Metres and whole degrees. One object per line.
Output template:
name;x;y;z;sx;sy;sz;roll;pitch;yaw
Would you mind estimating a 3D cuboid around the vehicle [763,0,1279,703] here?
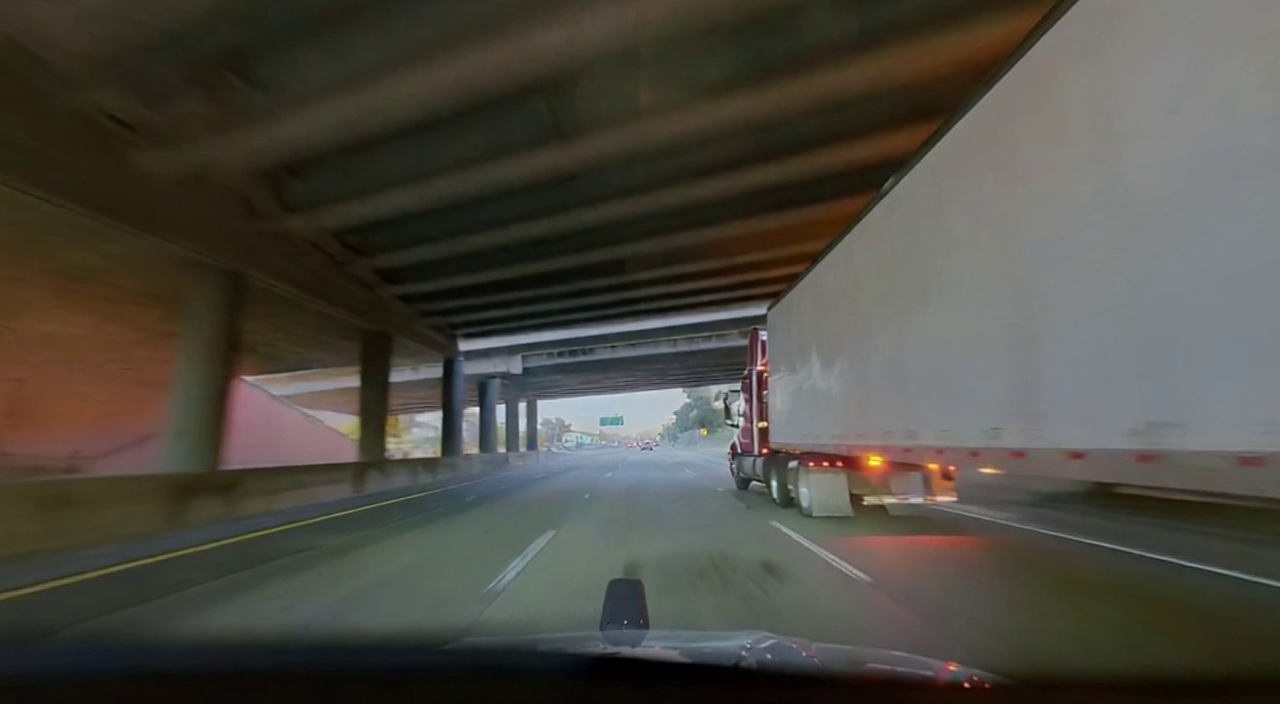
vehicle;3.966;0.084;5.577;2.933;4.100;14.317;0;-8;0
